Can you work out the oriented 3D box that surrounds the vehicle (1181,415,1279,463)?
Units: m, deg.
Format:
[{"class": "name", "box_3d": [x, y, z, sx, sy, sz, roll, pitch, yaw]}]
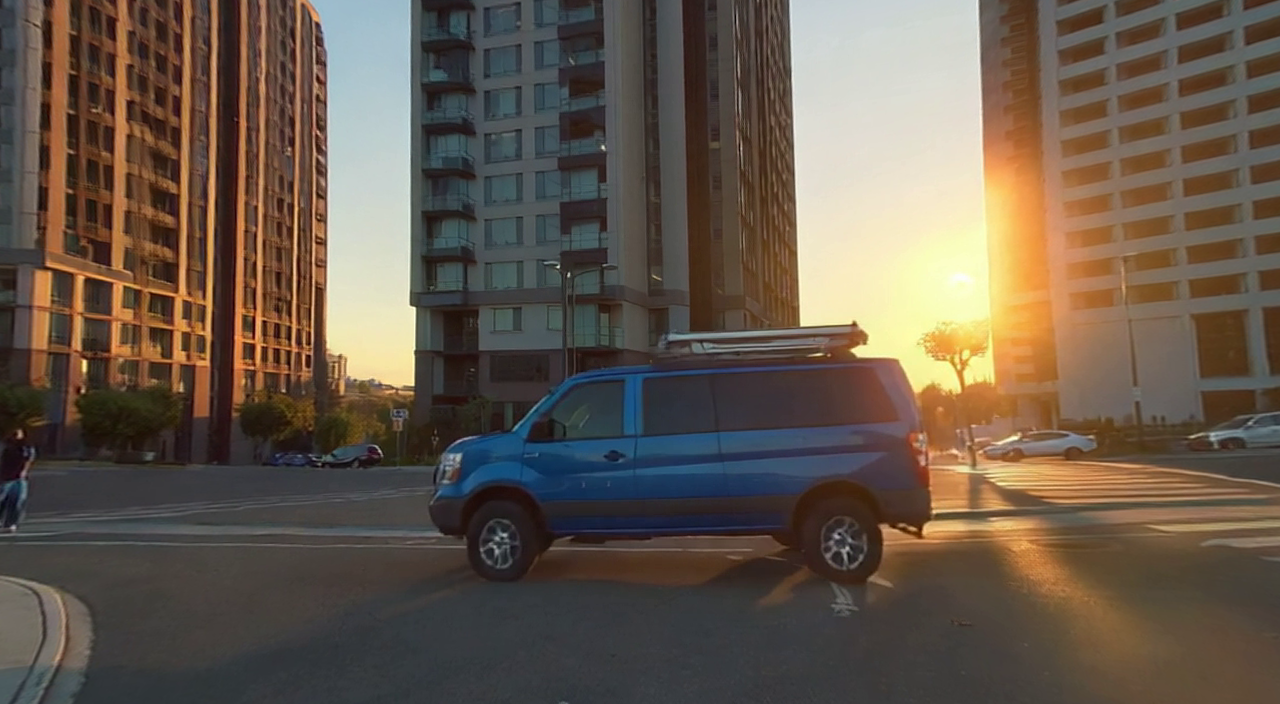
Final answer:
[{"class": "vehicle", "box_3d": [19.191, 2.722, 19.582, 1.521, 1.386, 3.357, 0, -9, -5]}]

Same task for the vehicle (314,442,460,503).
[{"class": "vehicle", "box_3d": [-7.930, 3.792, 20.384, 2.395, 1.719, 4.549, -1, -9, 7]}]

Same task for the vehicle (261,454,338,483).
[{"class": "vehicle", "box_3d": [-18.682, 6.376, 34.719, 3.467, 1.456, 1.649, 3, -9, -22]}]

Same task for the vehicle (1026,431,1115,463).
[{"class": "vehicle", "box_3d": [23.600, 5.230, 34.728, 3.827, 1.677, 1.898, -5, -10, 32]}]

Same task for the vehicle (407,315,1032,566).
[{"class": "vehicle", "box_3d": [0.848, 1.171, 8.443, 6.932, 2.753, 2.446, -1, -9, 4]}]
